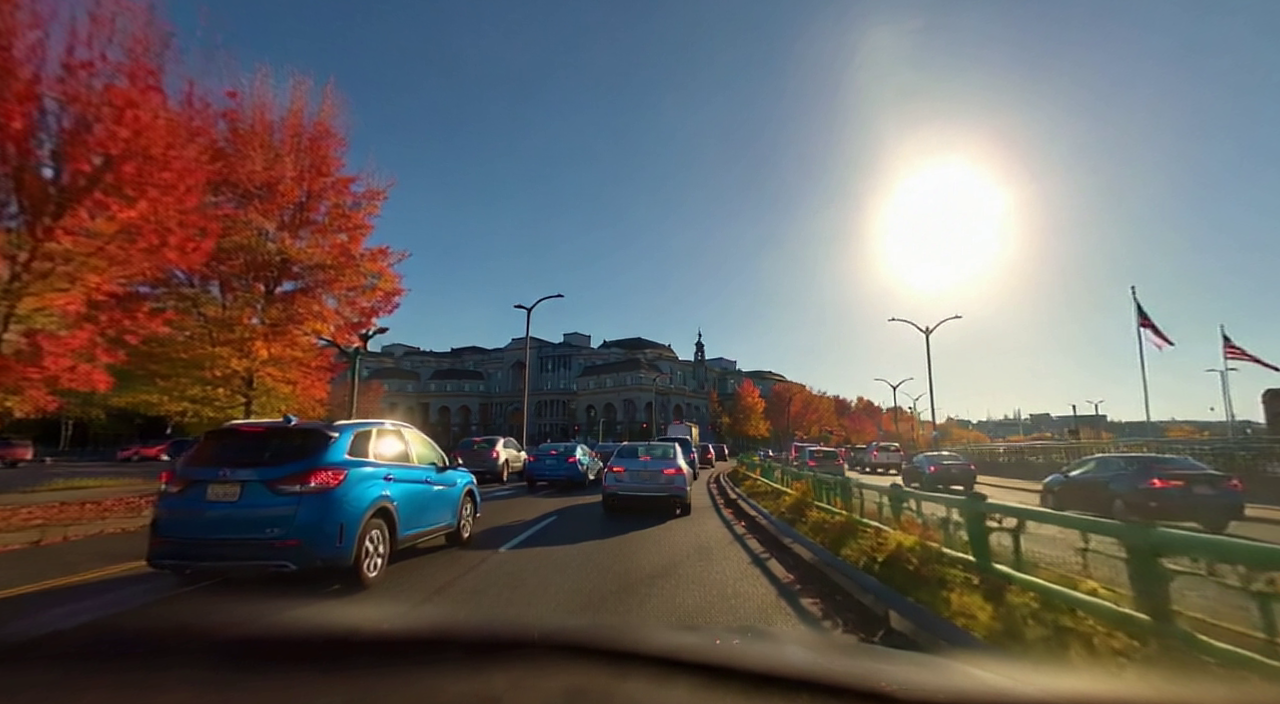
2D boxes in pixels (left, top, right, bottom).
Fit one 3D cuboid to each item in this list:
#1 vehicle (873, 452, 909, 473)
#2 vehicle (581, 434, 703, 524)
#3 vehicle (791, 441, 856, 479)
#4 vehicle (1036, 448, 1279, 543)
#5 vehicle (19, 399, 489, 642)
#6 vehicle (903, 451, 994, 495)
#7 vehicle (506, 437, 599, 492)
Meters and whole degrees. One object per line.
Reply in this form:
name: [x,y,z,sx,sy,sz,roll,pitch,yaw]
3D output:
vehicle: [19.531,8.605,49.190,1.828,1.479,4.391,-1,-9,12]
vehicle: [0.193,2.507,13.012,2.090,1.506,4.276,0,-9,4]
vehicle: [8.035,4.757,28.026,1.944,1.544,4.301,0,-9,5]
vehicle: [10.497,2.795,13.015,1.934,1.585,4.397,0,-9,3]
vehicle: [-3.200,1.470,6.540,1.988,1.635,4.260,0,-9,3]
vehicle: [11.598,4.541,23.945,1.749,1.481,3.808,0,-9,4]
vehicle: [-2.664,3.591,20.457,1.974,1.549,4.603,0,-9,5]
